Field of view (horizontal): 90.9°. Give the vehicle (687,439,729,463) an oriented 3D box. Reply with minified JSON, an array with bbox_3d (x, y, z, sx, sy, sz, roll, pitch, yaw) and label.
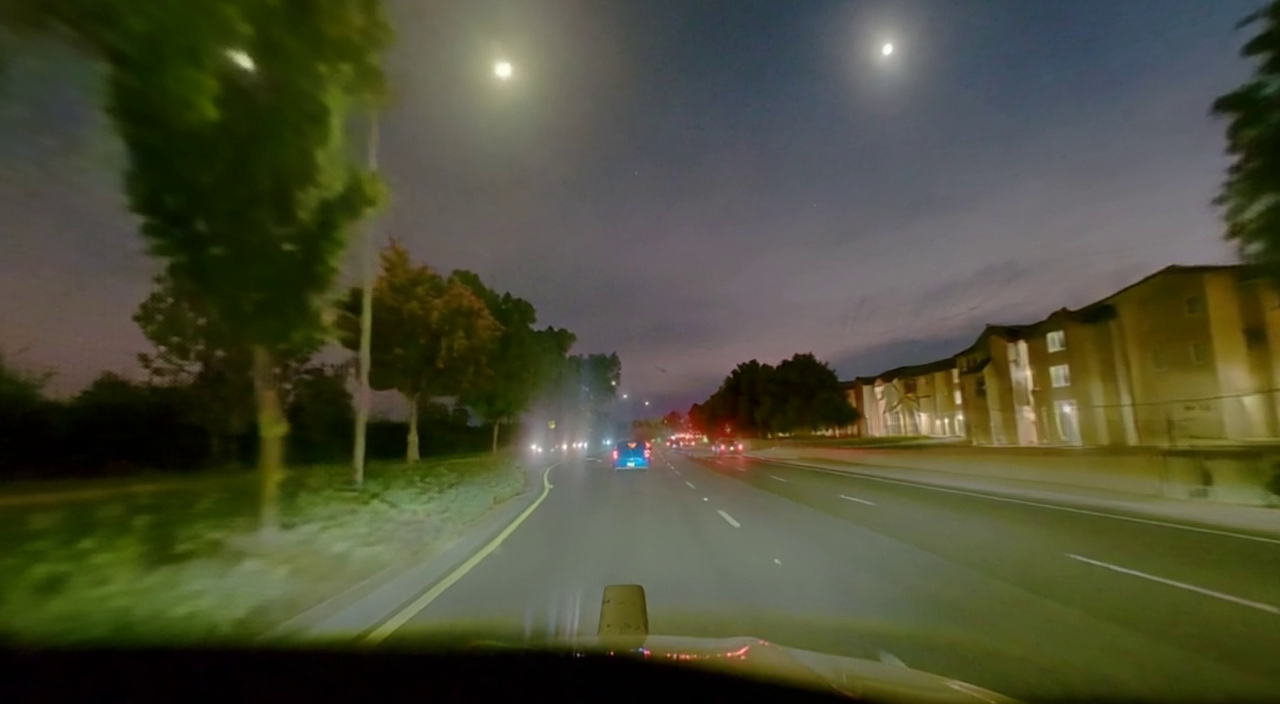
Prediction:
[{"bbox_3d":[4.451,6.570,41.872,2.067,1.514,4.188,0,-8,-3],"label":"vehicle"}]

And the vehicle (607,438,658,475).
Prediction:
[{"bbox_3d":[-0.318,4.588,27.930,2.102,1.481,3.907,0,-8,0],"label":"vehicle"}]
